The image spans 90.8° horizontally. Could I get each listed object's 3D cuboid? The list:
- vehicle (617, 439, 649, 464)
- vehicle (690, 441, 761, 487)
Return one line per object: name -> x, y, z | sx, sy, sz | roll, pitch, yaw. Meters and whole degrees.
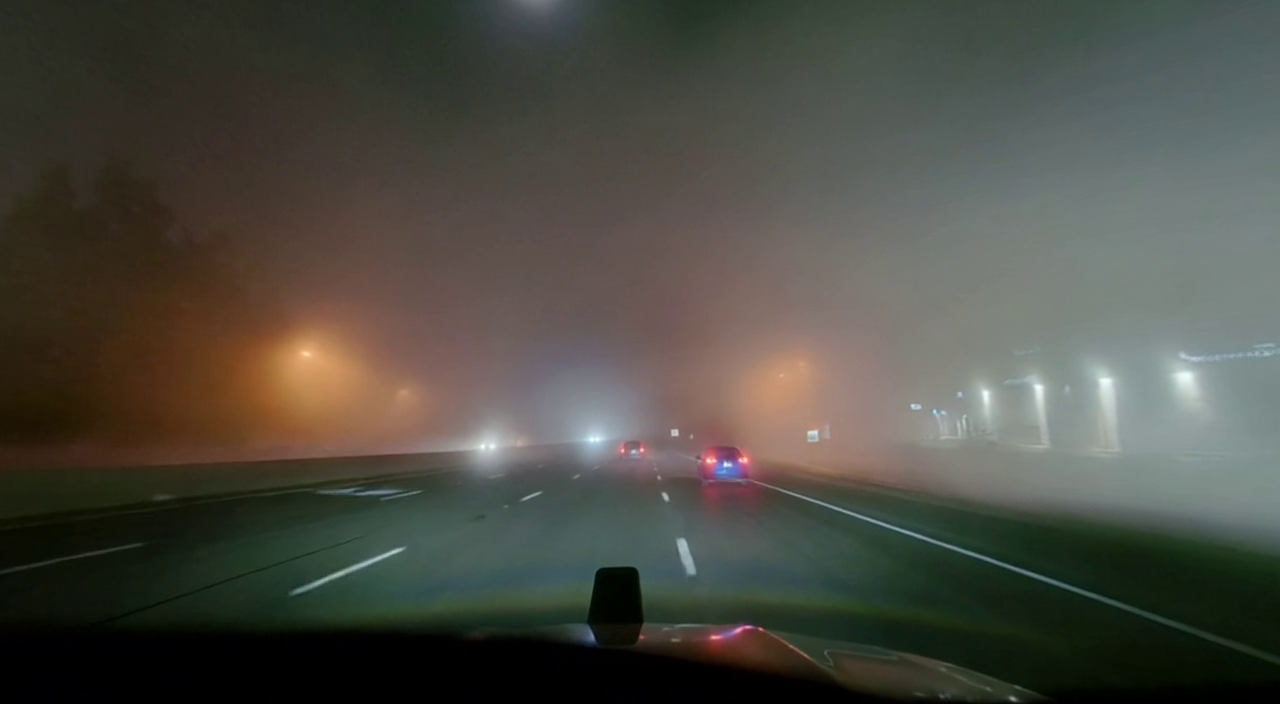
vehicle -> -0.427, 7.029, 44.680 | 2.127, 1.692, 4.382 | 0, -9, 1
vehicle -> 3.094, 4.156, 23.829 | 2.029, 1.528, 4.644 | 0, -9, 0
